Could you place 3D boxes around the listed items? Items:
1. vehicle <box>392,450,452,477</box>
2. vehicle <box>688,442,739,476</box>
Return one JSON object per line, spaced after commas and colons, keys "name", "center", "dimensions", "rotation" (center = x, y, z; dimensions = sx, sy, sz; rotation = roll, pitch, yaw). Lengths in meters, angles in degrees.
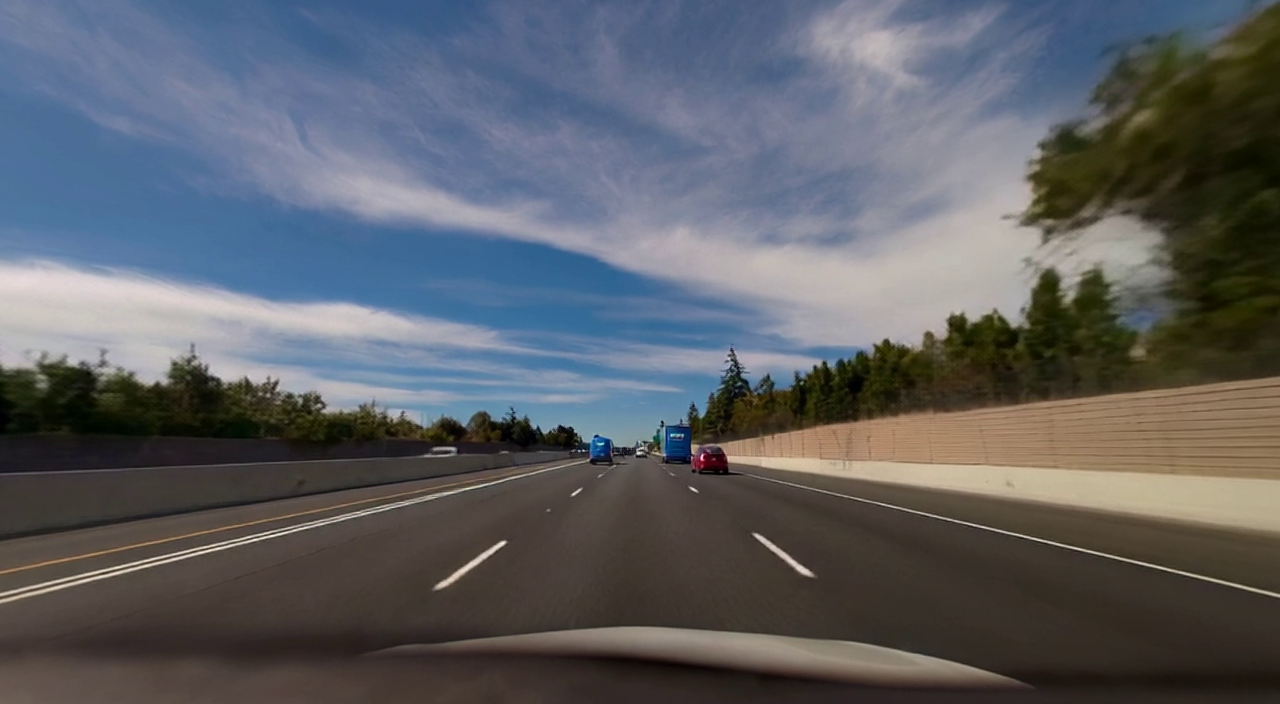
{"name": "vehicle", "center": [-12.627, 6.480, 36.917], "dimensions": [1.855, 1.481, 4.580], "rotation": [0, -9, 0]}
{"name": "vehicle", "center": [3.793, 5.607, 33.232], "dimensions": [2.066, 1.638, 4.158], "rotation": [0, -9, -2]}
